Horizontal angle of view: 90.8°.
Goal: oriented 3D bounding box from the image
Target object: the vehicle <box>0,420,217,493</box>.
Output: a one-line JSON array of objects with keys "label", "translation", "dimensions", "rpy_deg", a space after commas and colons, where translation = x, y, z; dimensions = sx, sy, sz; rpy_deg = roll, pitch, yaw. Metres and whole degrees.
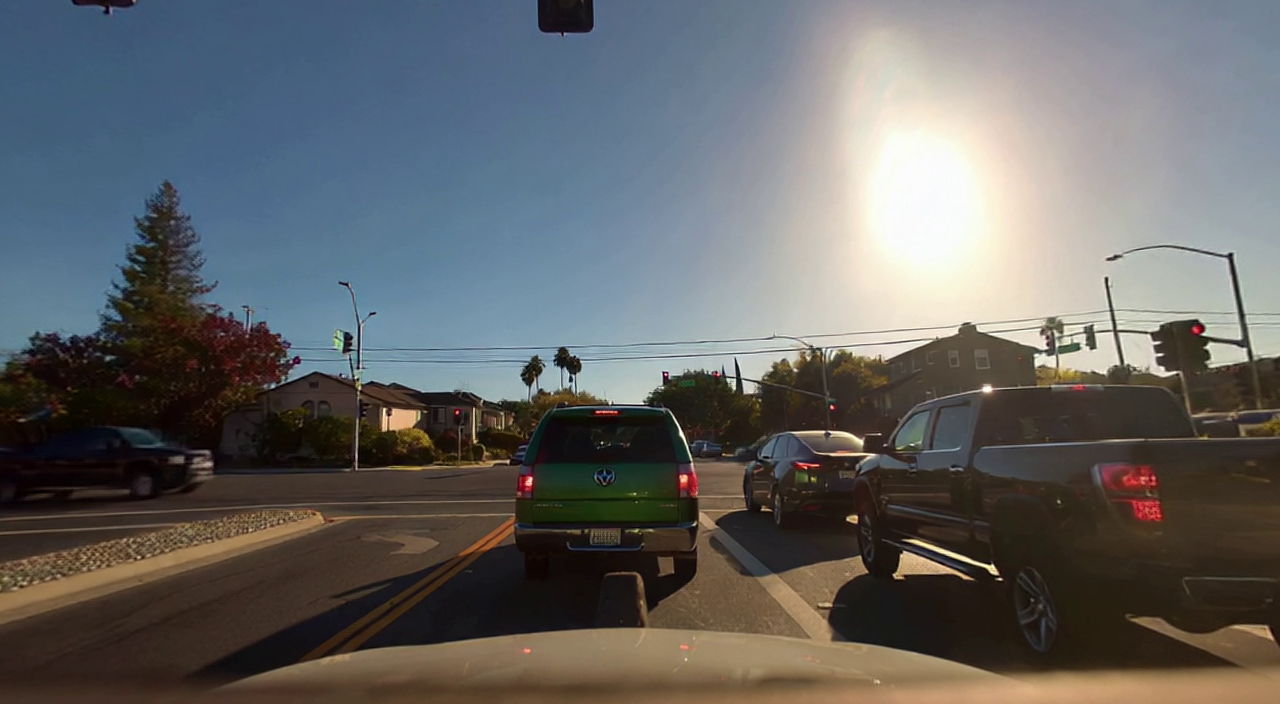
[{"label": "vehicle", "translation": [-18.398, 3.497, 21.313], "dimensions": [6.403, 2.287, 2.039], "rpy_deg": [1, -8, -9]}]

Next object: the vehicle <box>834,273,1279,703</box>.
[{"label": "vehicle", "translation": [2.977, 0.954, 3.901], "dimensions": [1.886, 1.849, 5.070], "rpy_deg": [0, -8, -1]}]

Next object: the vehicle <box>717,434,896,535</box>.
[{"label": "vehicle", "translation": [2.717, 2.270, 11.531], "dimensions": [1.952, 1.465, 4.421], "rpy_deg": [0, -8, -2]}]

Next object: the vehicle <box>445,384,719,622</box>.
[{"label": "vehicle", "translation": [-0.292, 1.403, 6.670], "dimensions": [1.915, 1.780, 3.379], "rpy_deg": [-2, -8, 12]}]
